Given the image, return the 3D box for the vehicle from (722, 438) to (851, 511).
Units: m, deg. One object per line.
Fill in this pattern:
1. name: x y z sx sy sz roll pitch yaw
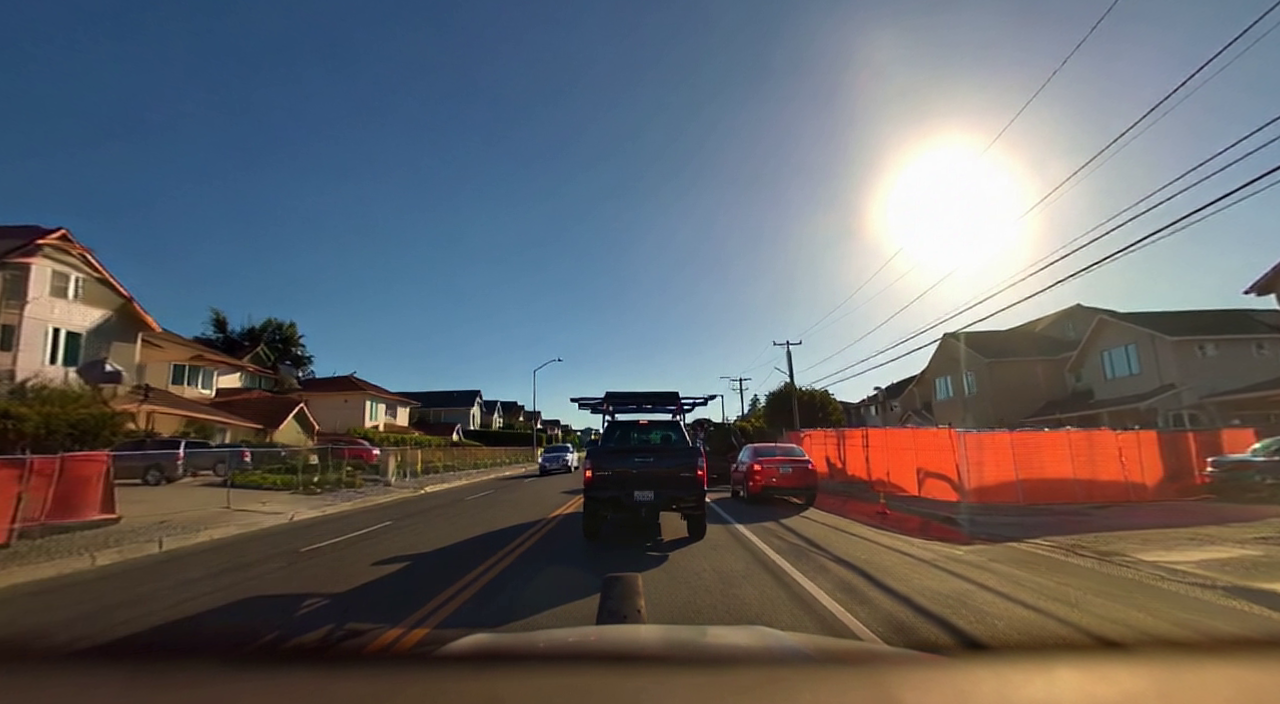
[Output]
1. vehicle: 3.325 2.881 15.295 2.010 1.499 4.481 0 -8 -1

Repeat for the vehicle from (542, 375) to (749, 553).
1. vehicle: 0.074 1.959 11.639 2.751 2.361 6.347 0 -8 0

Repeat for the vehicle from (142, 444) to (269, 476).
1. vehicle: -20.407 5.066 29.587 4.706 1.468 1.817 0 -8 3

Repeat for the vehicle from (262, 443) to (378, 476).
1. vehicle: -15.157 5.095 29.912 4.490 1.500 1.875 0 -8 -2
